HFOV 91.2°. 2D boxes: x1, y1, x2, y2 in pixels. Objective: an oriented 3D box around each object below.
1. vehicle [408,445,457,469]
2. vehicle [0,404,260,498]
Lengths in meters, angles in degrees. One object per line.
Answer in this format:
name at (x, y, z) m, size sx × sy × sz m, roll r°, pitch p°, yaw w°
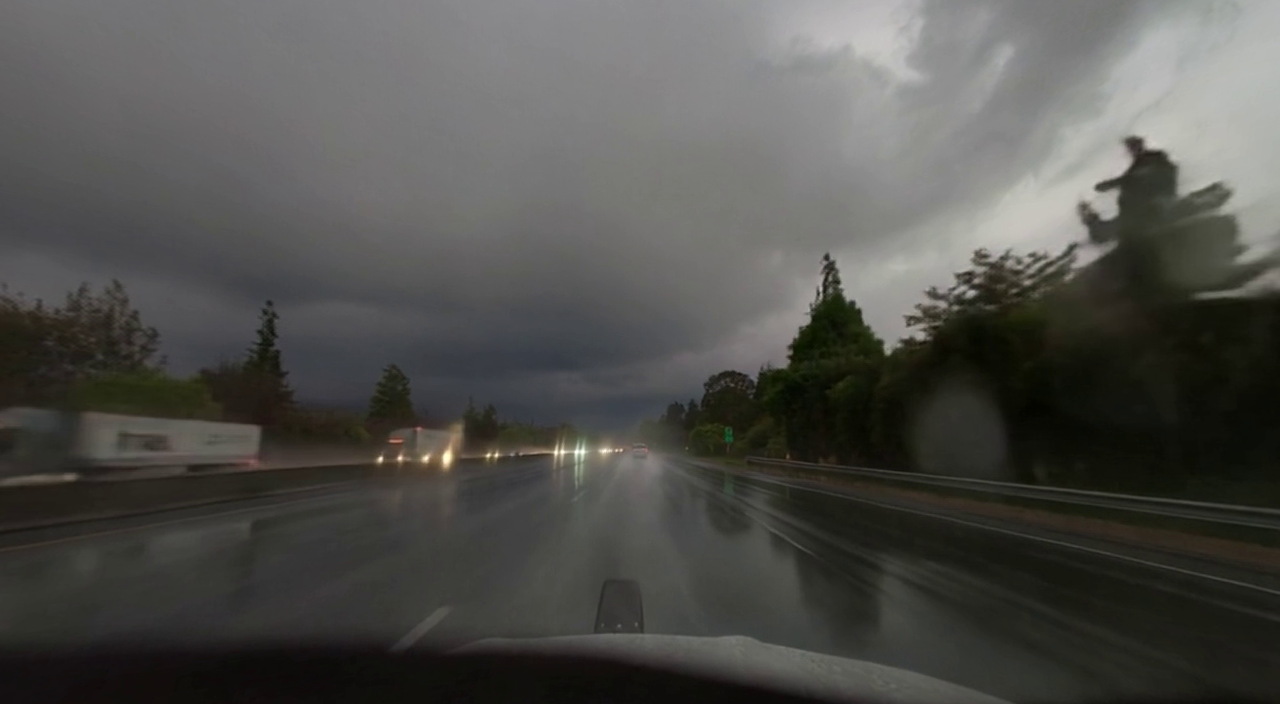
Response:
vehicle at (-15.637, 7.906, 47.444) m, size 2.033 × 1.695 × 4.724 m, roll -1°, pitch -9°, yaw 1°
vehicle at (-26.672, 5.384, 34.463) m, size 2.915 × 4.076 × 14.027 m, roll 0°, pitch -9°, yaw -1°
